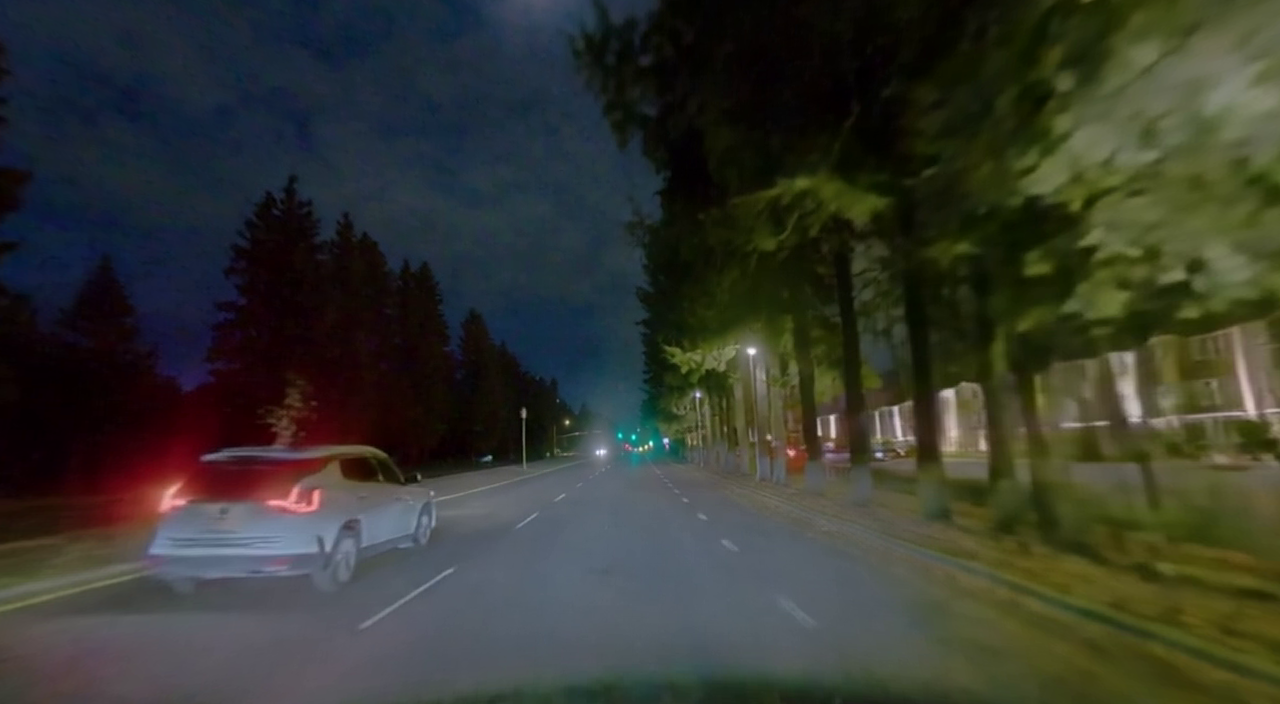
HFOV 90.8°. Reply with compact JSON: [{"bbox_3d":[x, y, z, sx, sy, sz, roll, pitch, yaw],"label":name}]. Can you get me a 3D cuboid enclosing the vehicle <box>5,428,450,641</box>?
[{"bbox_3d":[-3.655,1.646,6.699,2.030,1.550,3.925,0,-9,0],"label":"vehicle"}]
